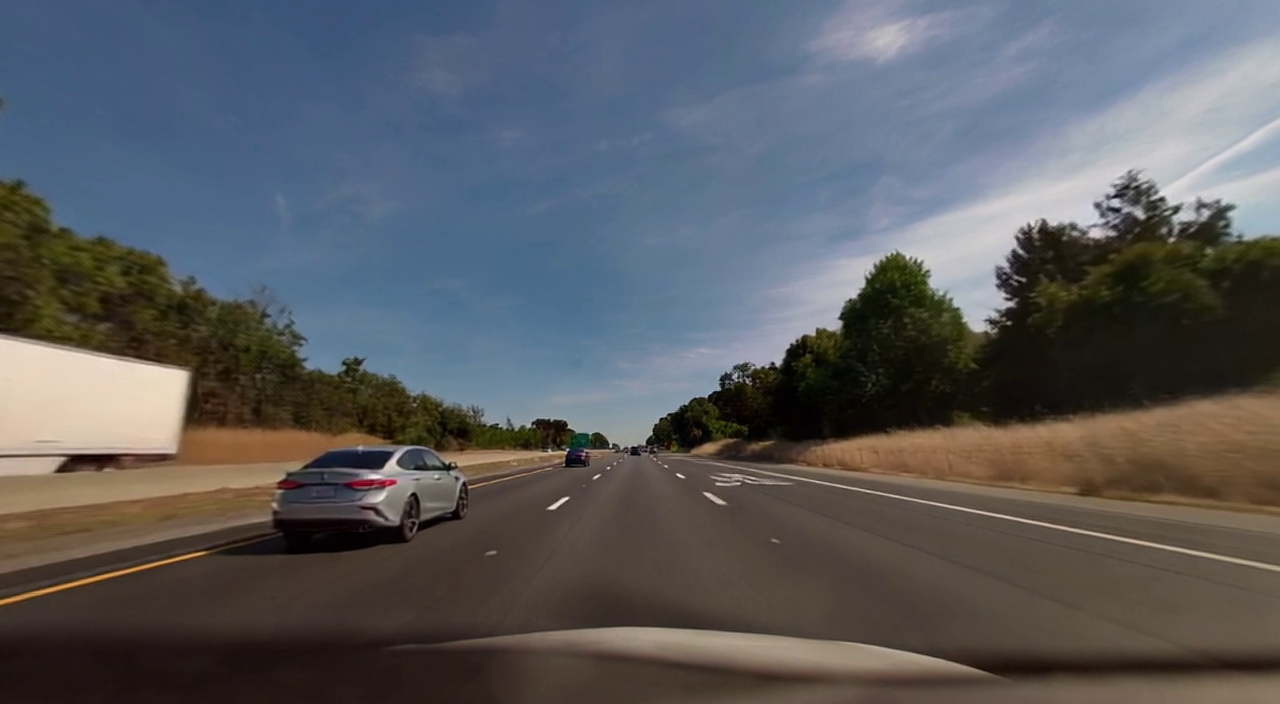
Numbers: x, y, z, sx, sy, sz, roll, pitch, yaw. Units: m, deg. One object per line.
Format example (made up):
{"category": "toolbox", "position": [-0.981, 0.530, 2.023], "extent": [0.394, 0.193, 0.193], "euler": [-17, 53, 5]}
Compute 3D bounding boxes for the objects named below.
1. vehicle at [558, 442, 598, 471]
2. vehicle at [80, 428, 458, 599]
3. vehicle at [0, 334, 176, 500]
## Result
{"category": "vehicle", "position": [-3.945, 6.731, 40.617], "extent": [2.111, 1.717, 4.426], "euler": [0, -9, 0]}
{"category": "vehicle", "position": [-3.954, 1.783, 7.863], "extent": [2.018, 1.497, 4.399], "euler": [-1, -9, 0]}
{"category": "vehicle", "position": [-16.856, 1.076, 11.904], "extent": [2.968, 3.931, 17.389], "euler": [0, -9, 0]}
